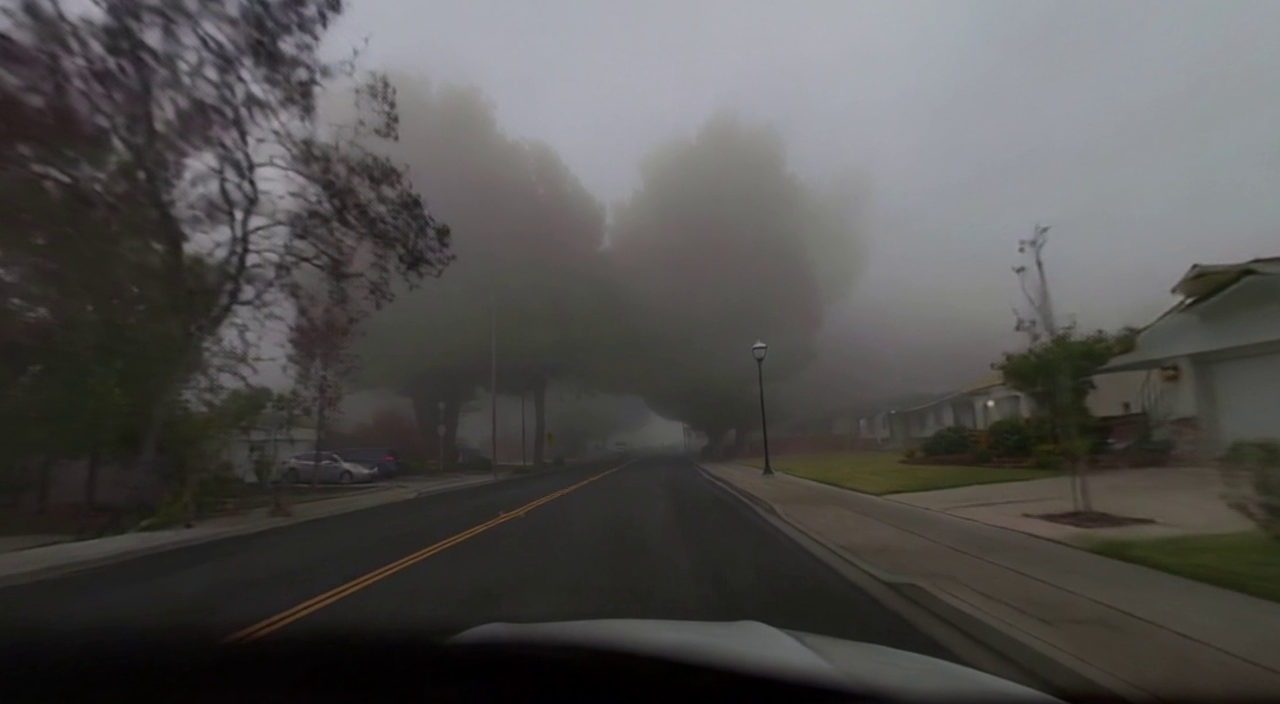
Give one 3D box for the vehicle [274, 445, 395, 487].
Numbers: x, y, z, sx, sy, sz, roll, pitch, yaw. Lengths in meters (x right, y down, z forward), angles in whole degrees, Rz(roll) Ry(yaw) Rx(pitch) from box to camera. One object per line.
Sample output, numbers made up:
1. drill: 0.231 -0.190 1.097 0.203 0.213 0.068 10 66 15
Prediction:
1. vehicle: -13.589 5.082 28.347 4.370 1.761 1.901 1 -9 -6
